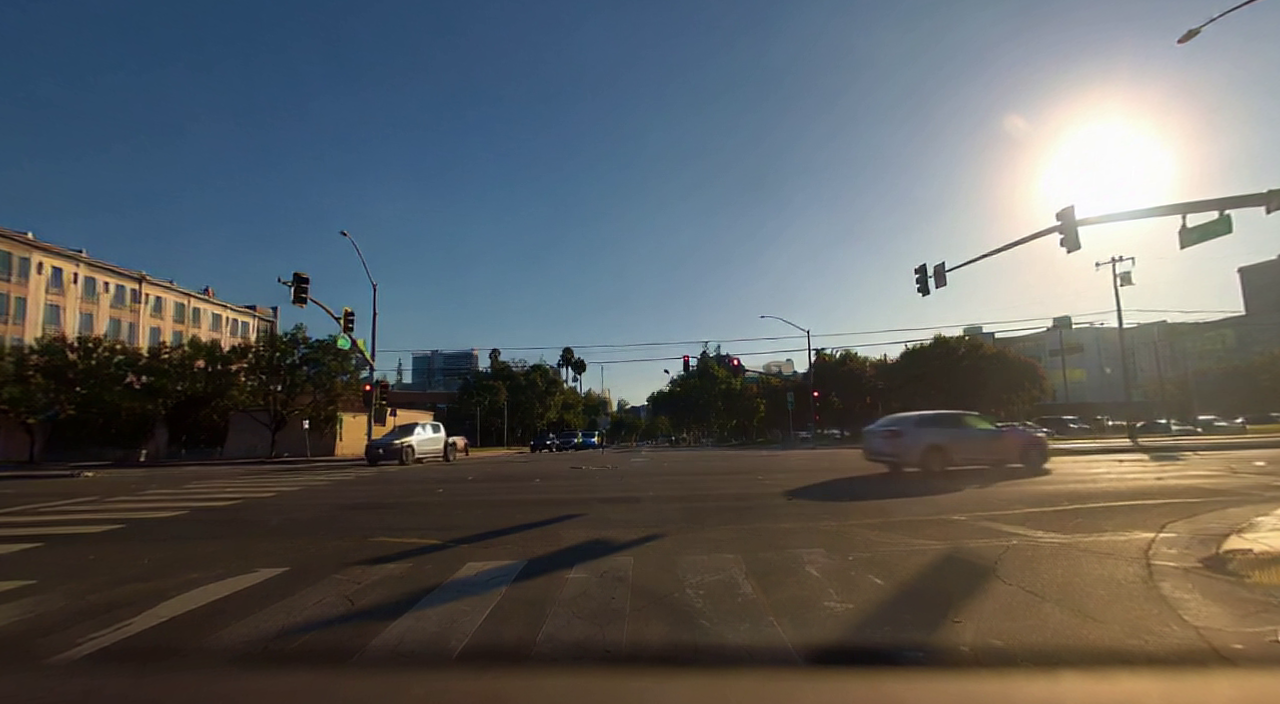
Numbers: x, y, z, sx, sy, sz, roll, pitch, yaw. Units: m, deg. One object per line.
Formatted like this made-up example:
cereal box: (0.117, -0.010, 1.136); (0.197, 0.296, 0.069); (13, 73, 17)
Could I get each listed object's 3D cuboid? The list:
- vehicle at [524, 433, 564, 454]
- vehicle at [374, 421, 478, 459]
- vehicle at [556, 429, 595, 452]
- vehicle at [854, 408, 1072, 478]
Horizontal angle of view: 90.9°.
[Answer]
vehicle: (-7.248, 7.006, 48.145); (2.054, 1.536, 3.927); (-1, -9, 6)
vehicle: (-11.344, 4.717, 33.780); (2.000, 1.864, 5.044); (-6, -10, 34)
vehicle: (-4.398, 6.171, 43.784); (1.919, 1.467, 4.086); (-1, -9, 5)
vehicle: (8.472, 2.414, 16.766); (4.854, 1.684, 1.945); (1, -9, -9)
